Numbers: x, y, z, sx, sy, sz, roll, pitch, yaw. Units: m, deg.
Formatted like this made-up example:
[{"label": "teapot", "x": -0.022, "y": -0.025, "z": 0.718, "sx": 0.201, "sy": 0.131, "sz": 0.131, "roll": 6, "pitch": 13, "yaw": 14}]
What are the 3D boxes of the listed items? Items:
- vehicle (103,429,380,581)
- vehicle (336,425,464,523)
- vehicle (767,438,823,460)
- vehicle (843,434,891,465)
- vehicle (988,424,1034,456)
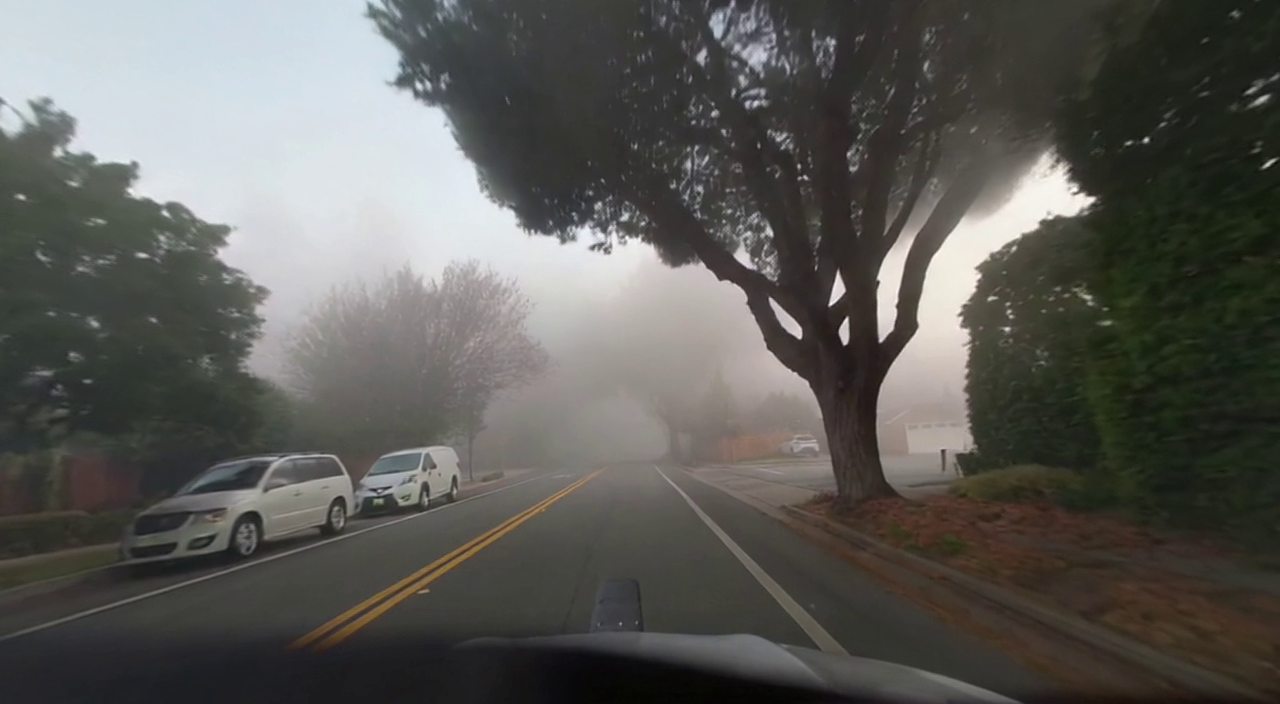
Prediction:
[{"label": "vehicle", "x": -6.967, "y": 2.699, "z": 11.867, "sx": 2.173, "sy": 2.020, "sz": 4.770, "roll": -6, "pitch": -10, "yaw": -1}, {"label": "vehicle", "x": -6.872, "y": 3.523, "z": 18.601, "sx": 2.057, "sy": 2.317, "sz": 4.386, "roll": -6, "pitch": -10, "yaw": -1}, {"label": "vehicle", "x": 9.260, "y": 5.855, "z": 38.106, "sx": 1.922, "sy": 1.263, "sz": 4.664, "roll": 0, "pitch": -9, "yaw": -3}, {"label": "vehicle", "x": 13.690, "y": 5.862, "z": 37.912, "sx": 1.860, "sy": 1.697, "sz": 4.292, "roll": -5, "pitch": -10, "yaw": 30}, {"label": "vehicle", "x": 21.687, "y": 5.163, "z": 37.066, "sx": 1.956, "sy": 1.632, "sz": 3.922, "roll": -9, "pitch": -11, "yaw": 27}]
